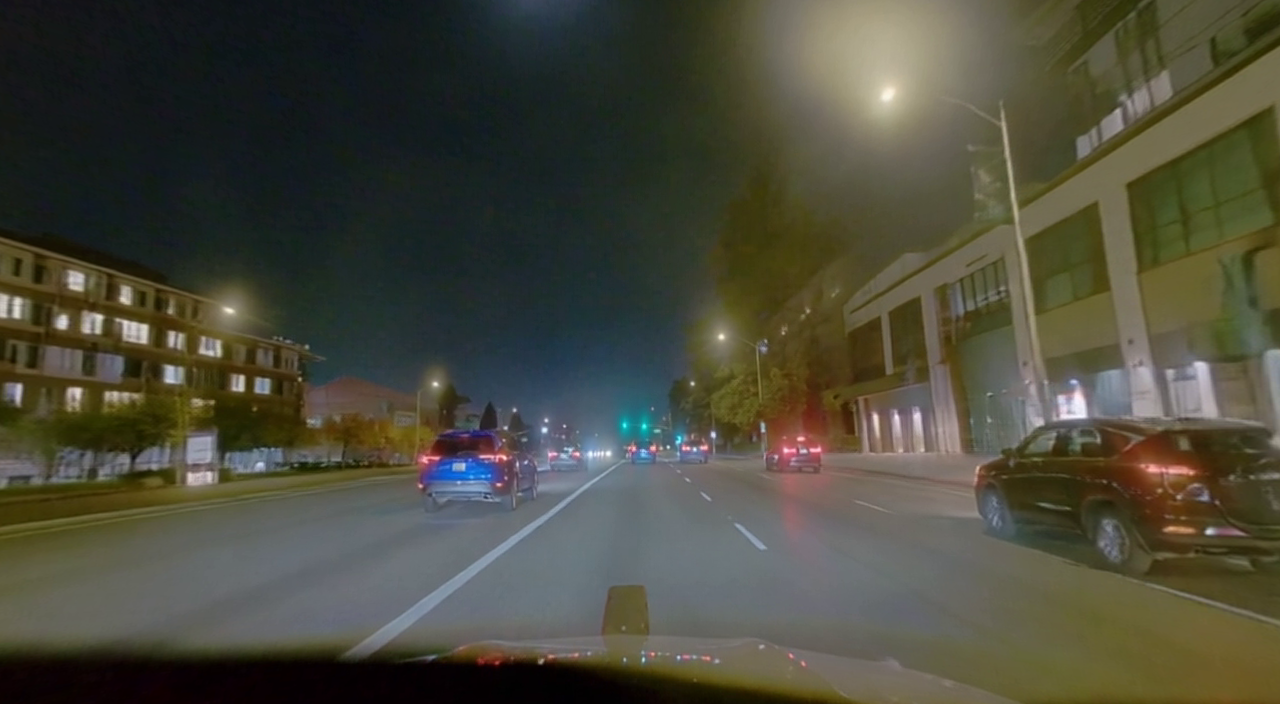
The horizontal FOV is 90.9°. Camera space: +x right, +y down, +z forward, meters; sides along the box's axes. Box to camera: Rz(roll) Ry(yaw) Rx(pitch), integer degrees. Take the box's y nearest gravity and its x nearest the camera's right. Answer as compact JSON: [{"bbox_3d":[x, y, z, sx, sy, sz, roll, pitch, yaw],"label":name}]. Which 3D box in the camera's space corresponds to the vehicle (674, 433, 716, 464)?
[{"bbox_3d":[3.390,6.115,39.957,2.178,1.804,4.766,0,-8,-1],"label":"vehicle"}]

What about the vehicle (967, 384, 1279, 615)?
[{"bbox_3d":[5.689,1.388,6.841,2.088,1.666,4.512,-1,-8,4],"label":"vehicle"}]

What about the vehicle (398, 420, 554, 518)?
[{"bbox_3d":[-3.258,2.435,13.589,2.141,1.719,4.379,-1,-8,1],"label":"vehicle"}]

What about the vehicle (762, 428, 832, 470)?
[{"bbox_3d":[7.192,4.512,29.355,2.076,1.793,4.464,0,-8,0],"label":"vehicle"}]

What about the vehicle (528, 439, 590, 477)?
[{"bbox_3d":[-3.348,4.485,26.918,2.036,1.465,4.301,-1,-8,1],"label":"vehicle"}]
